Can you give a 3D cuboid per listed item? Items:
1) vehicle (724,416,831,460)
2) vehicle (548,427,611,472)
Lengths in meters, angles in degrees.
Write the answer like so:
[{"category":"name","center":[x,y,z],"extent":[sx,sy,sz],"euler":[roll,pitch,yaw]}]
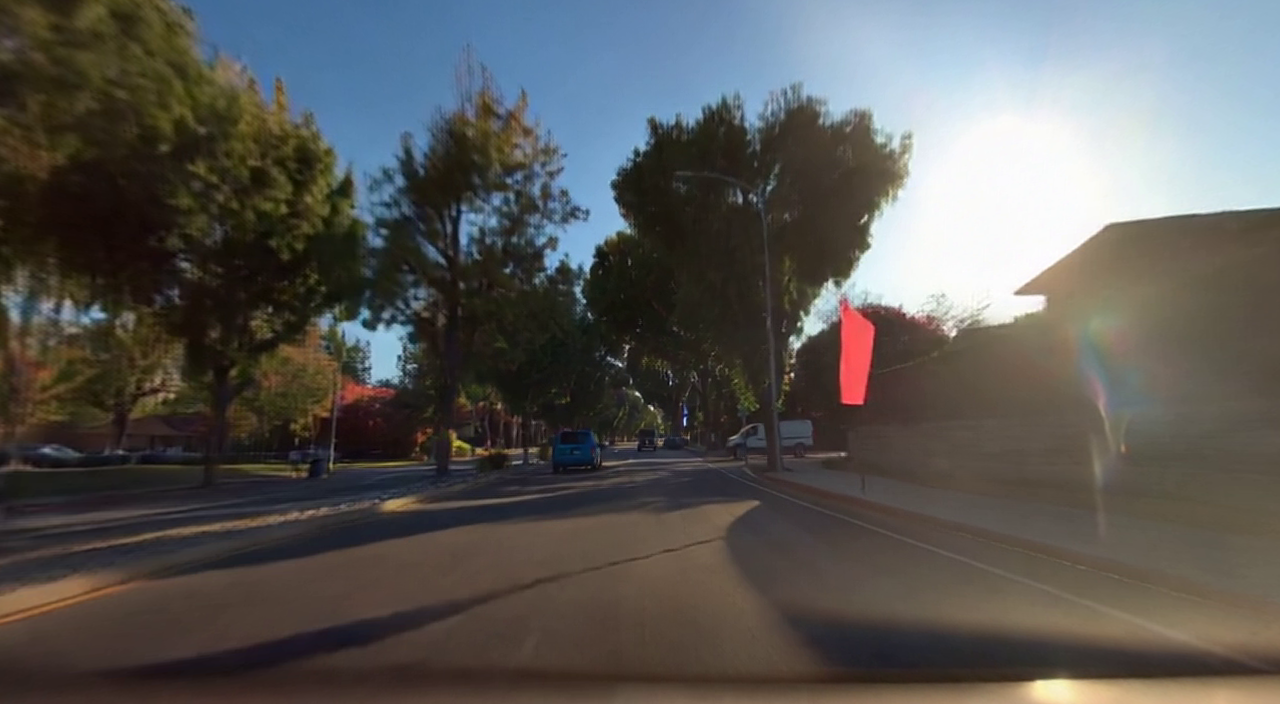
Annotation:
[{"category":"vehicle","center":[9.787,6.177,45.469],"extent":[7.177,2.935,3.132],"euler":[0,-7,6]},{"category":"vehicle","center":[-2.674,4.476,28.942],"extent":[2.281,1.837,4.845],"euler":[0,-8,1]}]
